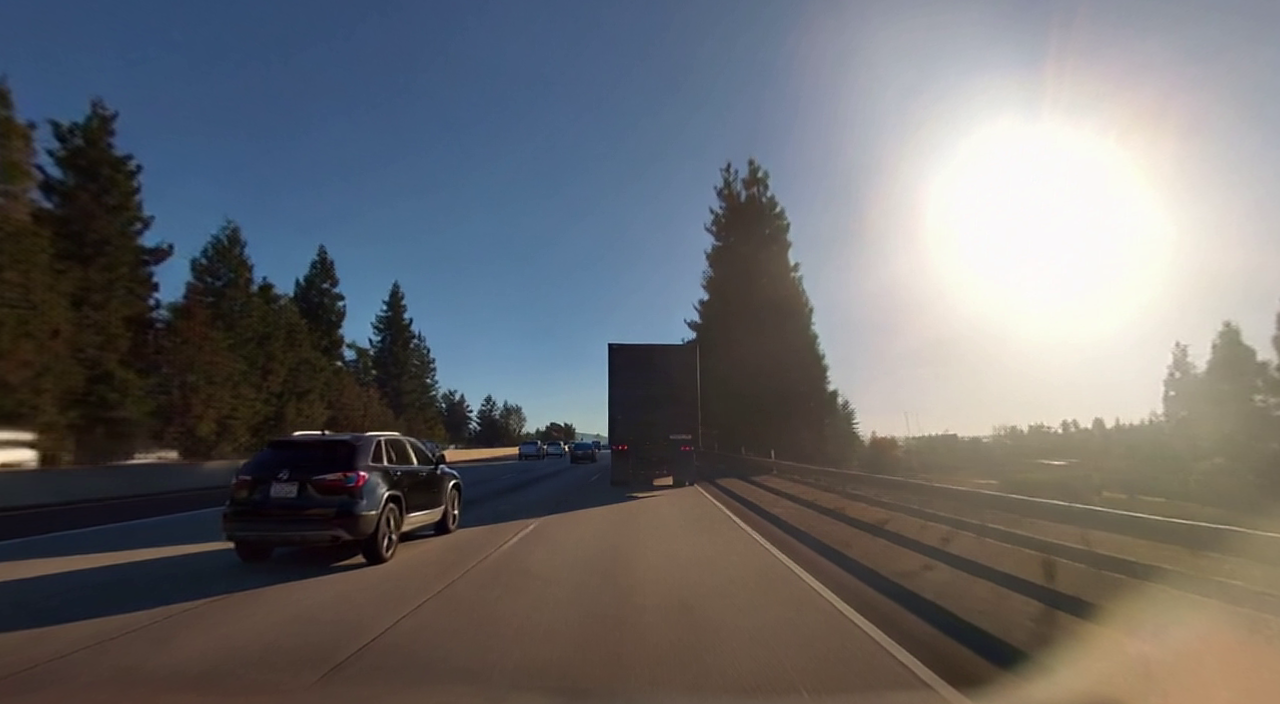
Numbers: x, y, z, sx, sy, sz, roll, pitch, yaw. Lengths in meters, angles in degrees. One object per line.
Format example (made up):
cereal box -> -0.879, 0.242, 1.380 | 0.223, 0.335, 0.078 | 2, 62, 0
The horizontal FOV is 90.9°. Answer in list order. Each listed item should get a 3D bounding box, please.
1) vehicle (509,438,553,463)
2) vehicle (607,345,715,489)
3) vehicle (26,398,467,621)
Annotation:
vehicle -> -6.750, 6.188, 39.585 | 1.882, 1.451, 4.416 | 0, -8, 1
vehicle -> 0.573, 2.500, 22.243 | 2.870, 3.841, 10.653 | 0, -8, 0
vehicle -> -3.566, 1.507, 6.959 | 2.077, 1.671, 4.249 | 0, -8, 0
